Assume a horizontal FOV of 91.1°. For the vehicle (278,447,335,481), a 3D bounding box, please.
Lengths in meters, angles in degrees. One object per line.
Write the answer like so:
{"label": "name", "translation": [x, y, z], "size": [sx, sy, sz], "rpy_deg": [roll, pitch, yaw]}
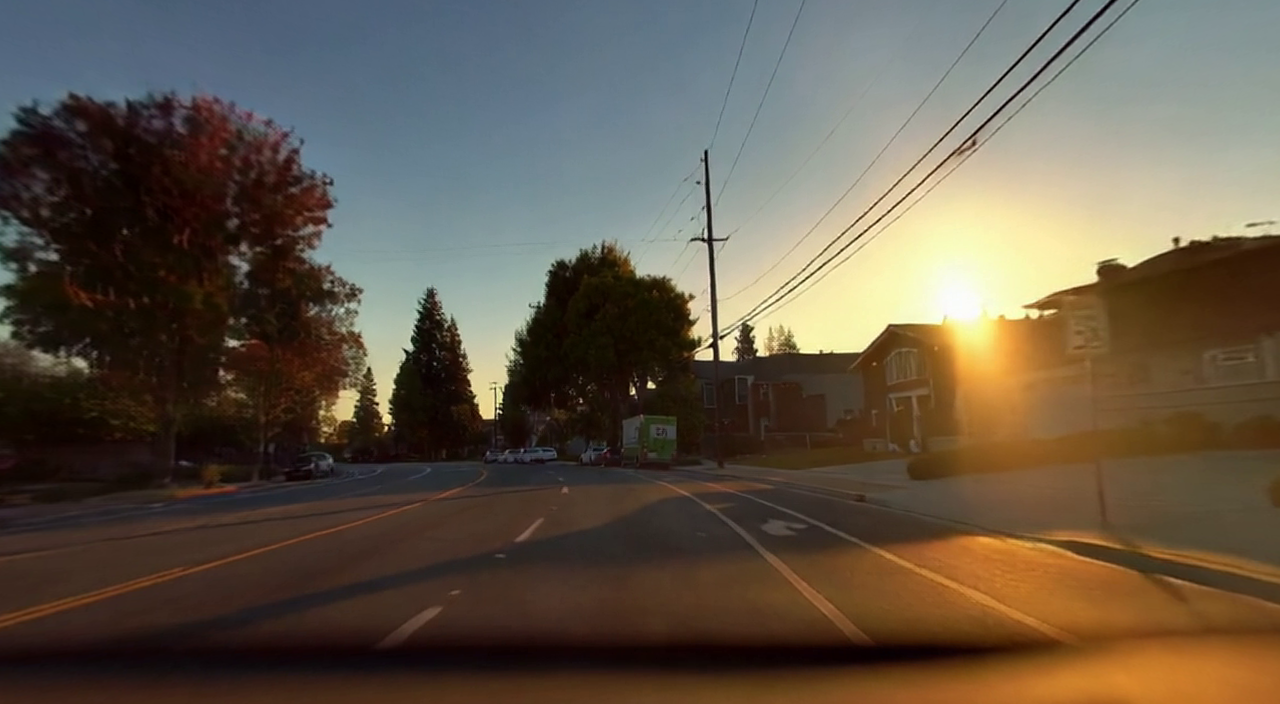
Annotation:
{"label": "vehicle", "translation": [-19.497, 6.515, 36.867], "size": [1.976, 1.797, 4.249], "rpy_deg": [2, -9, -16]}

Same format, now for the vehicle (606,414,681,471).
{"label": "vehicle", "translation": [0.050, 5.913, 41.059], "size": [2.918, 3.319, 7.595], "rpy_deg": [2, -9, -15]}
